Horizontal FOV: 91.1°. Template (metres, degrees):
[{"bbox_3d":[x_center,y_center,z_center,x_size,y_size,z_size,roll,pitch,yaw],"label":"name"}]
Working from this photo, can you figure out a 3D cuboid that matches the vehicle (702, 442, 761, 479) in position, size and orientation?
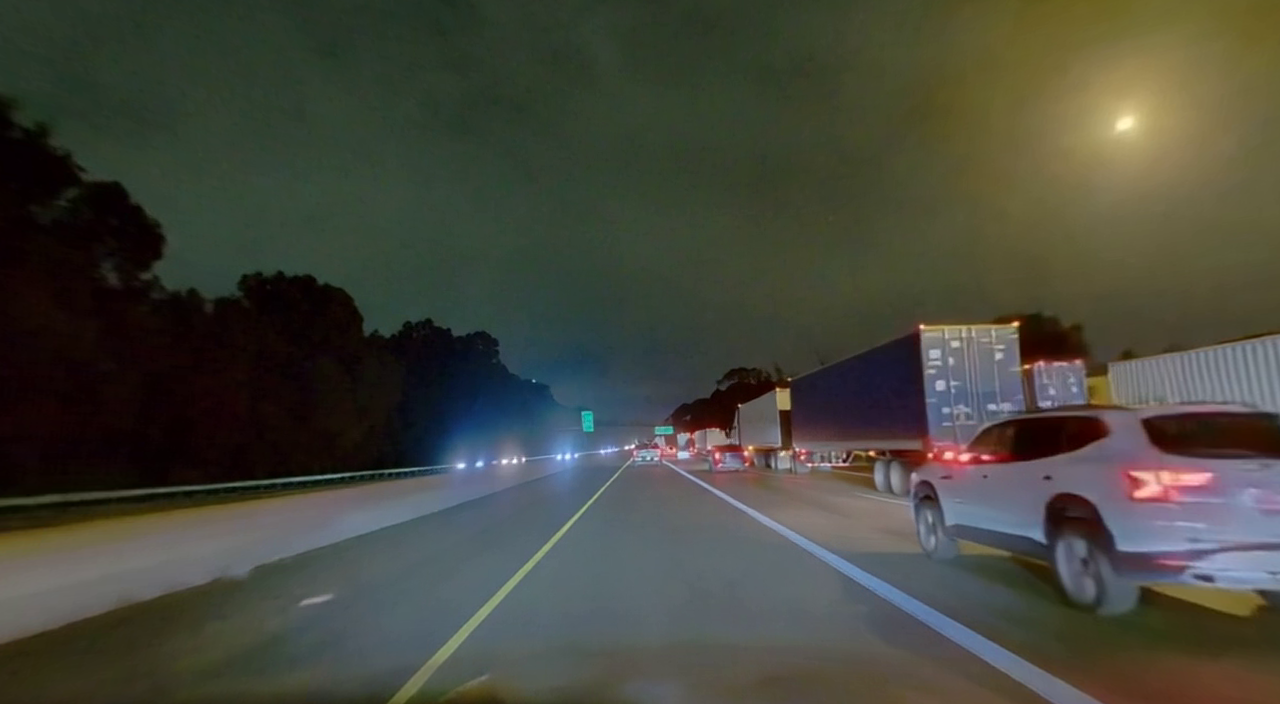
[{"bbox_3d":[3.940,4.758,27.833,1.888,1.501,4.608,0,-8,0],"label":"vehicle"}]

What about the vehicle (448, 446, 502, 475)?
[{"bbox_3d":[-10.007,6.589,38.426,1.986,1.581,4.469,0,-8,2],"label":"vehicle"}]

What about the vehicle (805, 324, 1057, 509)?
[{"bbox_3d":[7.490,2.023,18.251,2.784,4.002,9.298,0,-8,0],"label":"vehicle"}]

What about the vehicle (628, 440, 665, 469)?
[{"bbox_3d":[0.433,6.571,40.589,2.313,1.736,4.215,0,-8,1],"label":"vehicle"}]

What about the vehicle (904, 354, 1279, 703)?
[{"bbox_3d":[3.823,1.124,4.570,1.972,1.693,4.139,0,-8,0],"label":"vehicle"}]
